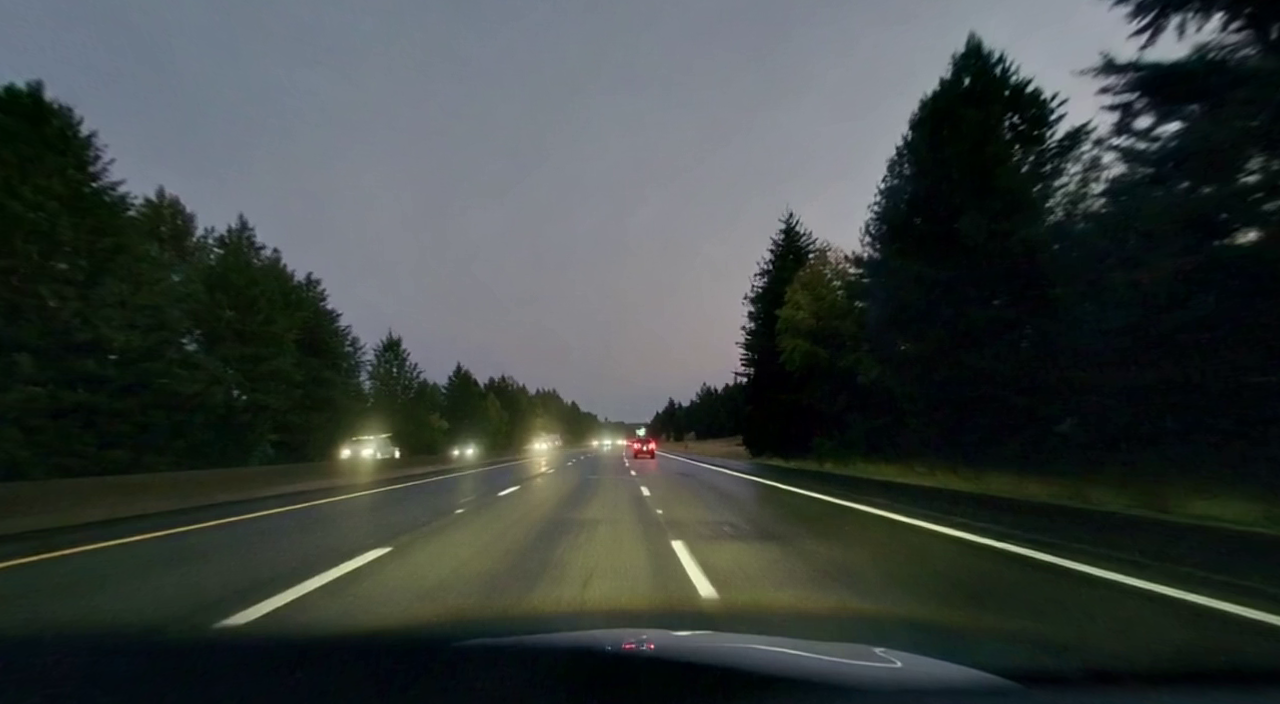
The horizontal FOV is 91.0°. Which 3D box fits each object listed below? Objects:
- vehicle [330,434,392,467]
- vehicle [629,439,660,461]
[{"bbox_3d":[-21.704,7.685,49.244,2.308,2.388,5.775,0,-8,-2],"label":"vehicle"},{"bbox_3d":[0.283,7.526,48.580,2.251,1.638,4.296,0,-8,-2],"label":"vehicle"}]
